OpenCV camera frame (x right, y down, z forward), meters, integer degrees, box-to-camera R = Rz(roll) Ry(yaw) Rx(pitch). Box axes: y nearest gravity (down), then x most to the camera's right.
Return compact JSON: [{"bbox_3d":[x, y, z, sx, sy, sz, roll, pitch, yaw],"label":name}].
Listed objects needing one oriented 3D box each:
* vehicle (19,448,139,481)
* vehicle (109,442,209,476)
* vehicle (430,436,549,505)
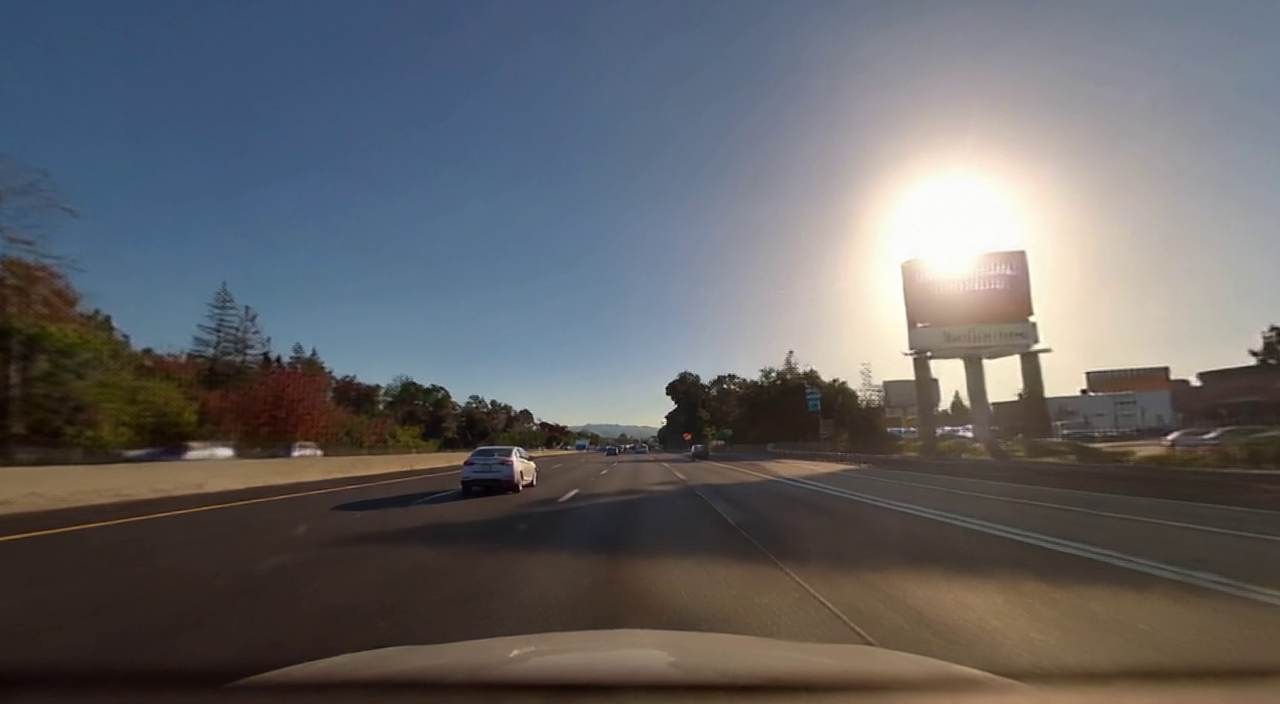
[{"bbox_3d":[-26.321,5.259,29.822,2.068,1.429,3.894,0,-9,0],"label":"vehicle"},{"bbox_3d":[-22.663,5.023,29.922,1.806,1.480,3.620,0,-9,1],"label":"vehicle"},{"bbox_3d":[-3.658,2.962,16.203,1.939,1.508,4.272,0,-9,1],"label":"vehicle"}]
